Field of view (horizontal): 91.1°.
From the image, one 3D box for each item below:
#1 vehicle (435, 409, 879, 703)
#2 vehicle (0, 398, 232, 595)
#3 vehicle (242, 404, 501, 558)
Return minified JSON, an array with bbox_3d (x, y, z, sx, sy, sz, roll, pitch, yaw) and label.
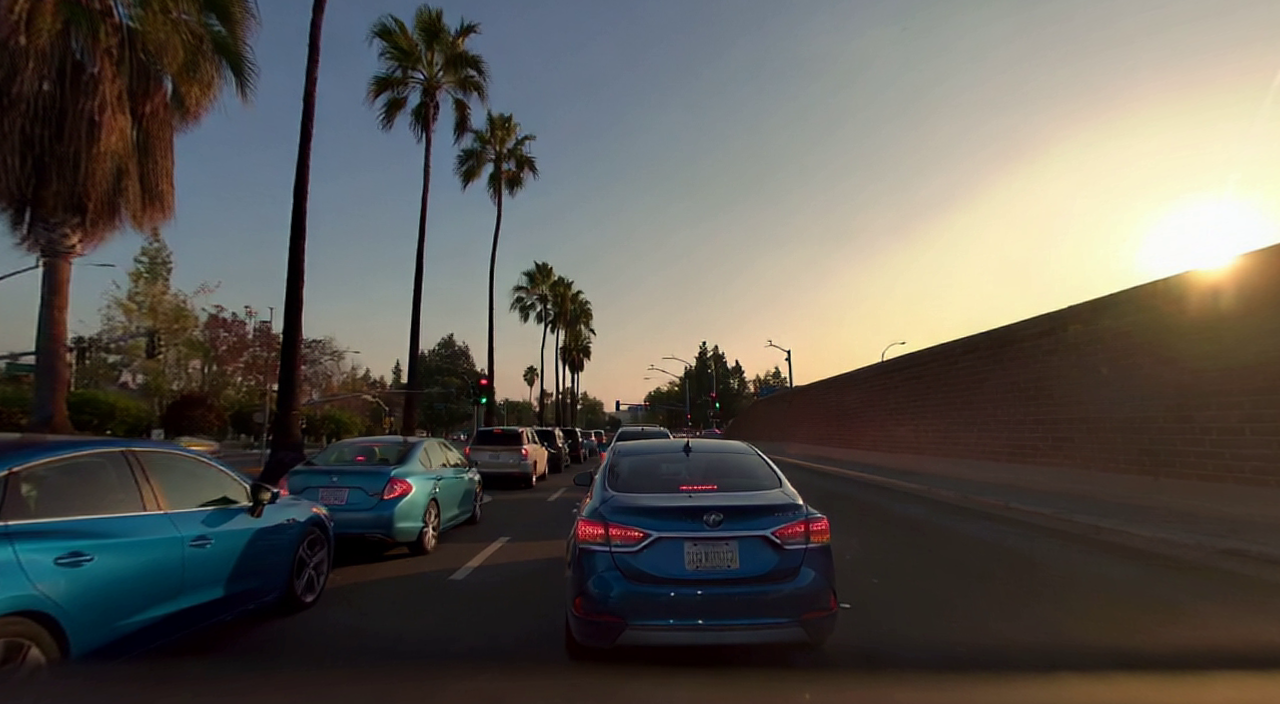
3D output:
[{"bbox_3d":[0.039,1.337,5.215,2.128,1.473,4.272,0,-8,-1],"label":"vehicle"},{"bbox_3d":[-6.670,1.406,6.409,1.963,1.721,4.662,0,-8,-2],"label":"vehicle"},{"bbox_3d":[-3.527,1.777,9.295,2.055,1.746,4.136,0,-8,-1],"label":"vehicle"}]
